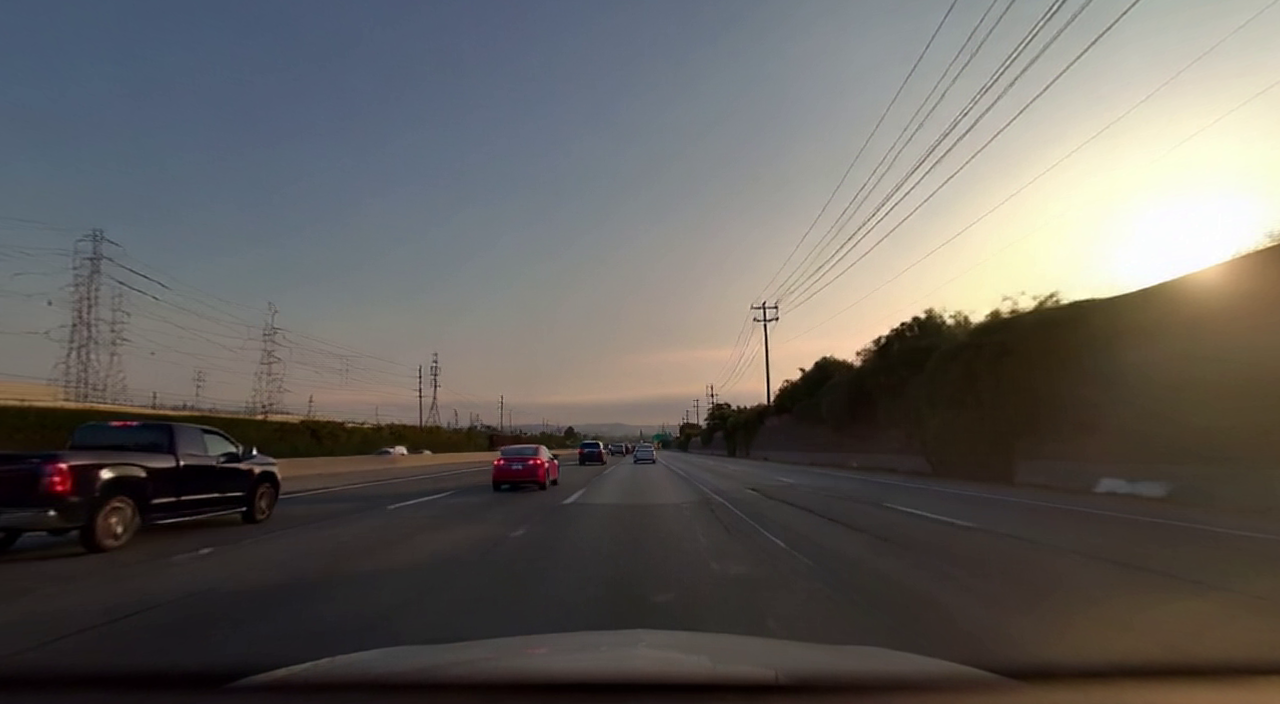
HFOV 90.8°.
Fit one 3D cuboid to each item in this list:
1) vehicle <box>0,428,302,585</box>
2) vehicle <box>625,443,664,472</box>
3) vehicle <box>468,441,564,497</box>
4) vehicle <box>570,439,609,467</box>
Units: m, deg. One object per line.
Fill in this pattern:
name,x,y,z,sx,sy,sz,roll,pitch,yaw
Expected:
vehicle,-6.872,1.853,8.537,1.959,1.496,4.740,0,-9,0
vehicle,0.266,5.841,35.232,2.030,1.471,4.115,0,-9,0
vehicle,-3.519,3.395,18.773,1.938,1.444,4.206,0,-9,1
vehicle,-3.337,6.833,42.983,2.244,1.752,4.439,0,-9,1
